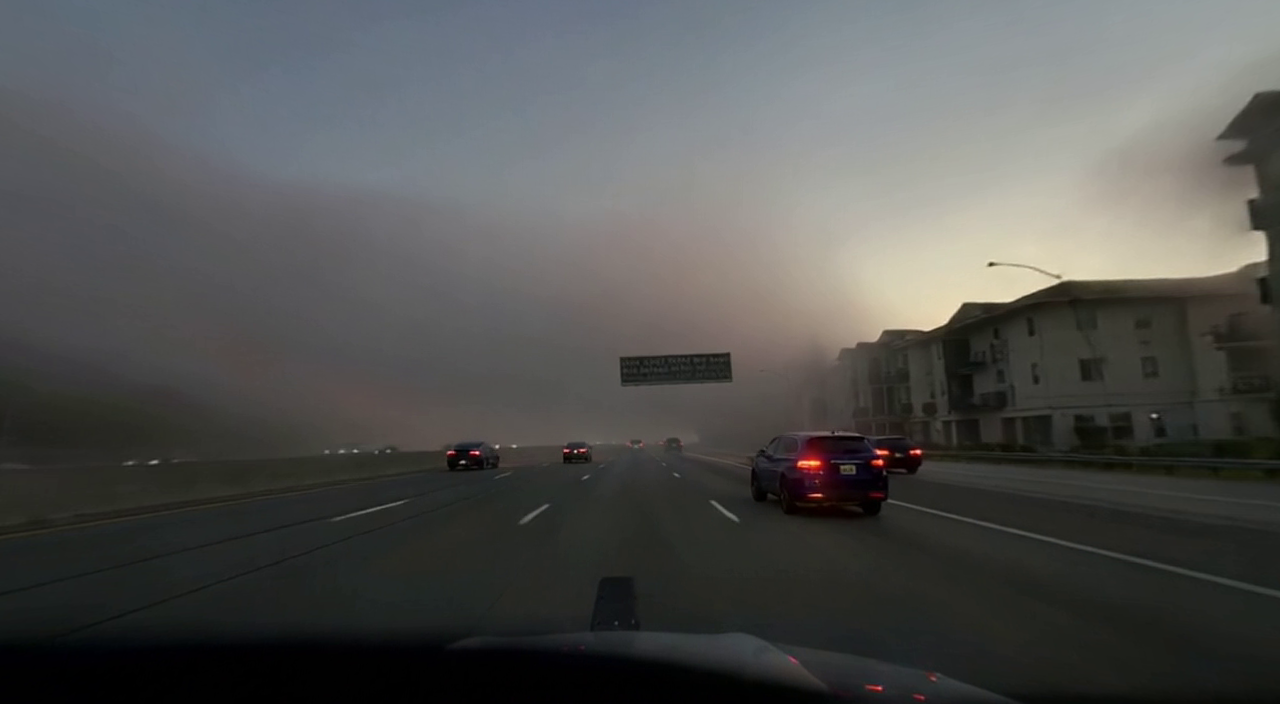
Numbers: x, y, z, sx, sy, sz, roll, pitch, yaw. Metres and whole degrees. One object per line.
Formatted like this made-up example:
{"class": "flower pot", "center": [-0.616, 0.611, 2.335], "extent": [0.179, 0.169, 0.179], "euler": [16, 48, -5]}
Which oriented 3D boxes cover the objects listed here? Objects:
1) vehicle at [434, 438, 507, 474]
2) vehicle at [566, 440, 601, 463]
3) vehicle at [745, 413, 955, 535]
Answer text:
{"class": "vehicle", "center": [-7.516, 4.657, 28.493], "extent": [2.021, 1.496, 4.495], "euler": [0, -8, 1]}
{"class": "vehicle", "center": [-3.803, 6.789, 43.193], "extent": [2.002, 1.466, 4.378], "euler": [0, -8, -1]}
{"class": "vehicle", "center": [3.300, 2.019, 11.034], "extent": [2.080, 1.694, 4.286], "euler": [0, -8, -1]}
